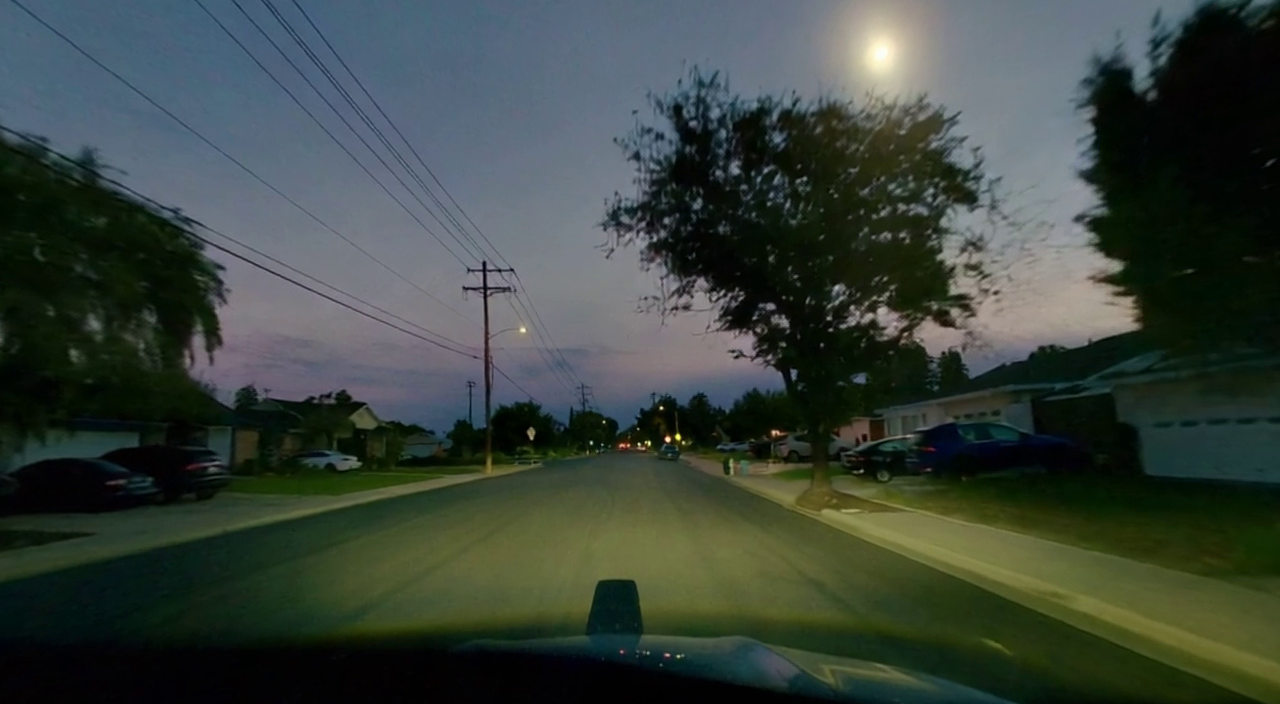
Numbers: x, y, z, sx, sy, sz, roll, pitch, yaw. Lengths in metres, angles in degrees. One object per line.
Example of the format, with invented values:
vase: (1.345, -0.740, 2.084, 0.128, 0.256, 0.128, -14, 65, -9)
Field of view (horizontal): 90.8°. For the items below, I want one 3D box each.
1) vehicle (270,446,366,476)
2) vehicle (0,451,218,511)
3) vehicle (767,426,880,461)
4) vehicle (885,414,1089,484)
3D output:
vehicle: (-18.047, 6.115, 35.521, 4.304, 1.643, 1.969, 0, -9, 1)
vehicle: (-13.396, 3.241, 16.120, 3.877, 1.411, 1.869, 0, -9, -2)
vehicle: (10.953, 5.509, 38.097, 5.968, 1.963, 2.573, 1, -8, -4)
vehicle: (9.642, 2.723, 17.930, 4.465, 1.727, 2.127, -2, -8, 2)
